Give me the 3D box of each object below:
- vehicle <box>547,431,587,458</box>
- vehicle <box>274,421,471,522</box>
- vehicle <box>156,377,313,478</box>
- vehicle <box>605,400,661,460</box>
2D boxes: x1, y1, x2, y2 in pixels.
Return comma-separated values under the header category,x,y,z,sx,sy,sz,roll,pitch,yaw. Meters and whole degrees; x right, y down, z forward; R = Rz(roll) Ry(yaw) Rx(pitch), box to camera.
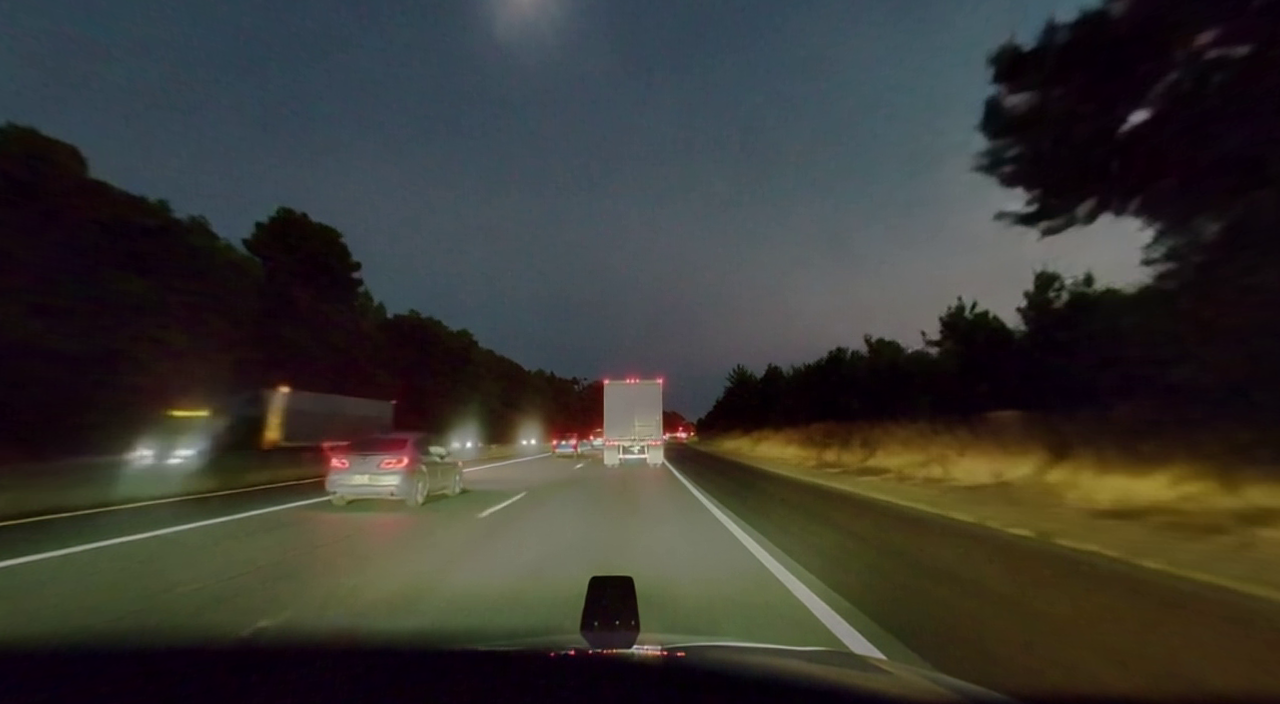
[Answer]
category,x,y,z,sx,sy,sz,roll,pitch,yaw
vehicle,-4.944,6.307,43.146,2.138,1.697,4.587,0,-8,1
vehicle,-4.598,2.082,11.576,1.909,1.520,3.897,0,-8,0
vehicle,-17.722,3.405,28.136,2.993,4.004,5.828,0,-8,0
vehicle,-0.289,3.320,26.834,2.319,2.461,1.270,0,-8,0
